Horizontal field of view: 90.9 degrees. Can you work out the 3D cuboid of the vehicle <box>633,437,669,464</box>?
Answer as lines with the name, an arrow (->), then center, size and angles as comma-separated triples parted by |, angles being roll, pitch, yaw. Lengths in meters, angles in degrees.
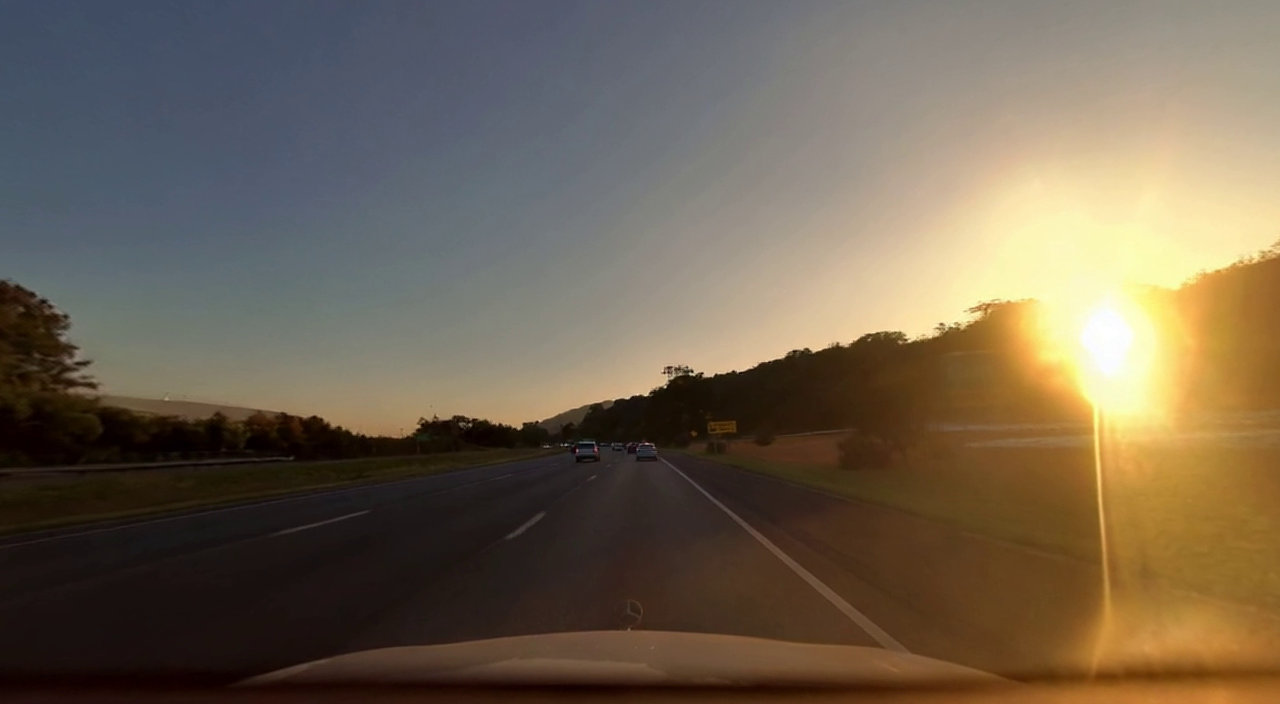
vehicle -> 0.720, 6.648, 42.895 | 2.259, 1.697, 4.106 | 0, -8, 0

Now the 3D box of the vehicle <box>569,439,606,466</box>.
vehicle -> -3.384, 6.558, 41.440 | 2.028, 1.634, 4.441 | -1, -8, 1
